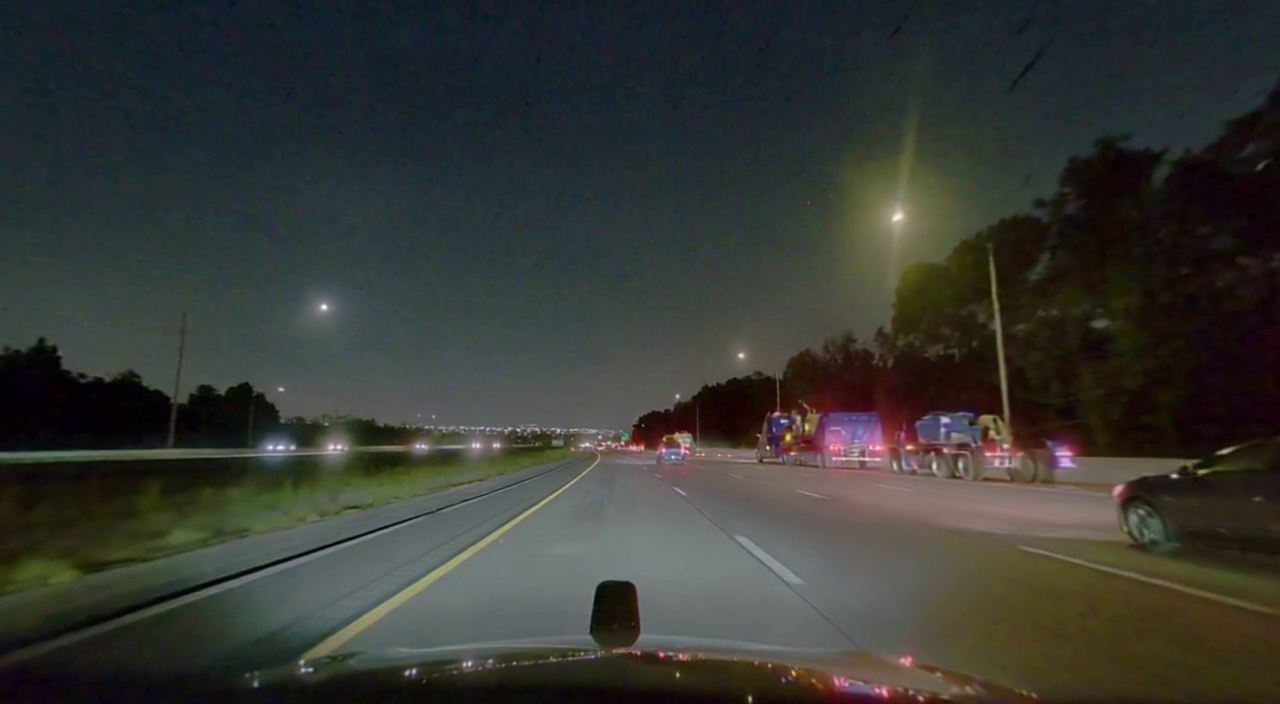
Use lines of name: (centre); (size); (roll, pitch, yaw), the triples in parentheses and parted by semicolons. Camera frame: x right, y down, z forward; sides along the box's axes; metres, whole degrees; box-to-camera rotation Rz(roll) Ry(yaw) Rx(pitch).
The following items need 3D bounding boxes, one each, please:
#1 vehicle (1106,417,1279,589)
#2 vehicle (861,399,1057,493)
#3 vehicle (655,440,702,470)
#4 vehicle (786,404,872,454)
vehicle: (6.781, 1.308, 5.349); (2.106, 1.519, 4.560); (0, -8, -1)
vehicle: (10.300, 3.186, 21.498); (2.873, 2.663, 6.922); (0, -8, -1)
vehicle: (2.289, 6.280, 38.800); (2.305, 1.729, 4.526); (0, -8, -3)
vehicle: (12.999, 5.479, 44.211); (3.476, 3.195, 6.407); (1, -8, -5)
